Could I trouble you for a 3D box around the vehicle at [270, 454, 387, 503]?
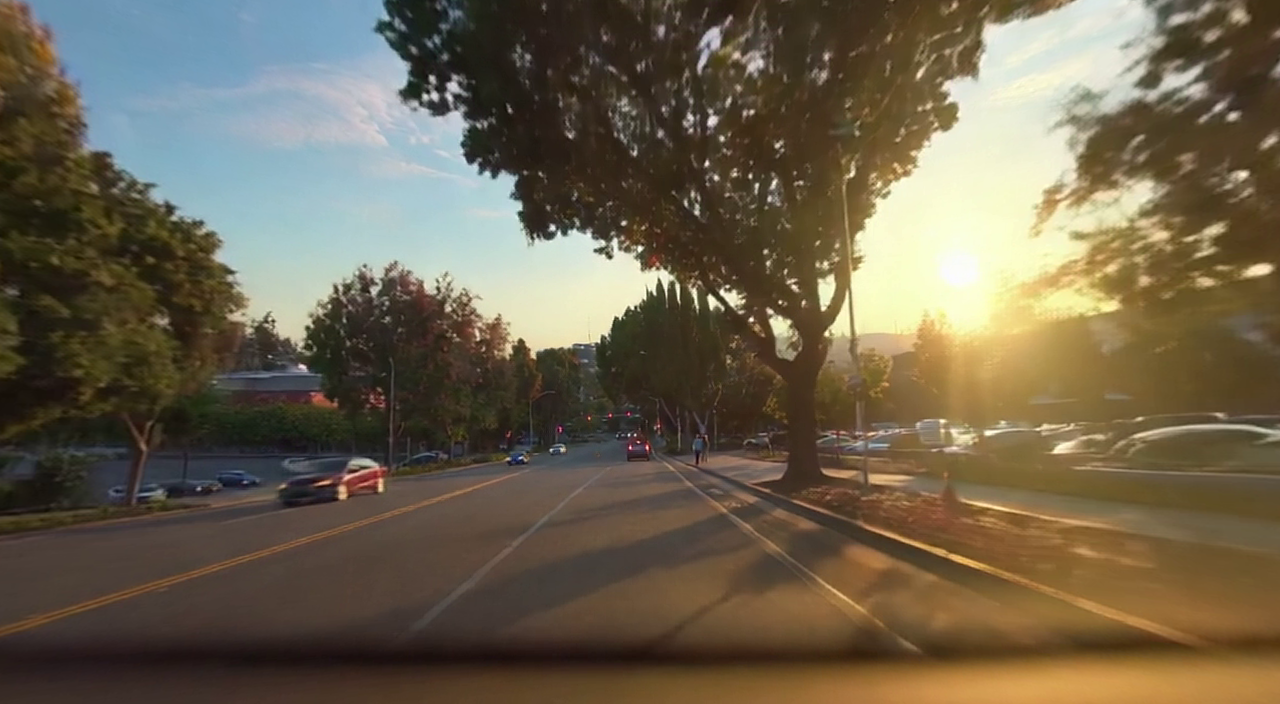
[{"bbox_3d":[-10.767,4.373,22.262,1.948,1.481,4.380,0,-9,-1],"label":"vehicle"}]
